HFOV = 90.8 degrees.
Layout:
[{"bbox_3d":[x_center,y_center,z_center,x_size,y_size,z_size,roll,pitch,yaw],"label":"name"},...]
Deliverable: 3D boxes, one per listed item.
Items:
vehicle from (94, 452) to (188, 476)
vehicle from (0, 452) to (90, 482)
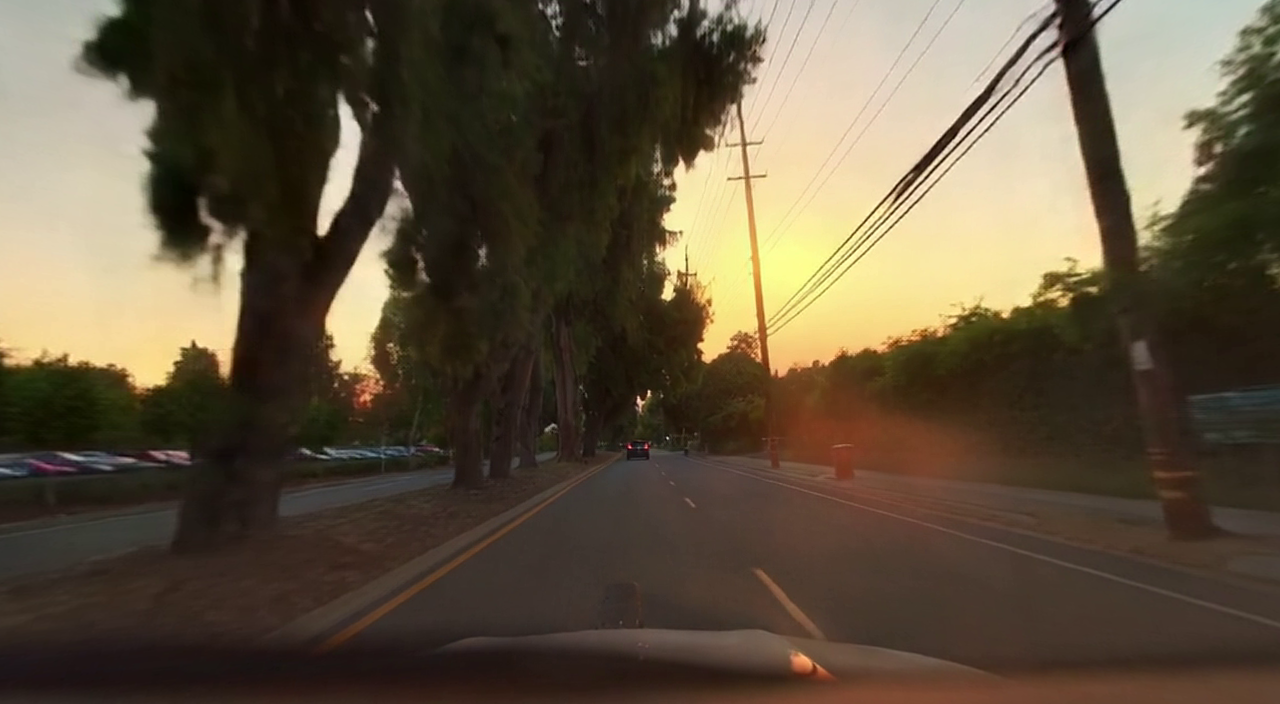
[{"bbox_3d":[-33.624,7.539,42.641,4.557,1.493,2.049,0,-9,0],"label":"vehicle"},{"bbox_3d":[-34.094,6.432,35.488,4.551,1.559,1.967,-1,-9,2],"label":"vehicle"}]
